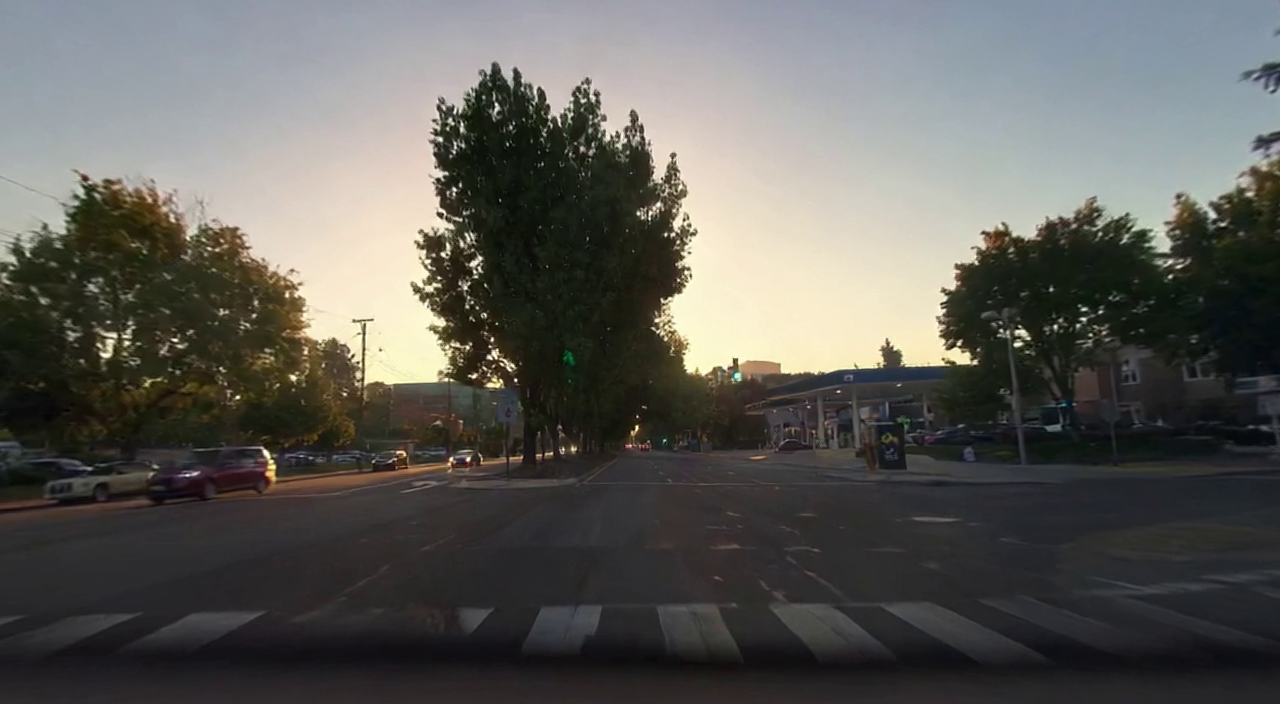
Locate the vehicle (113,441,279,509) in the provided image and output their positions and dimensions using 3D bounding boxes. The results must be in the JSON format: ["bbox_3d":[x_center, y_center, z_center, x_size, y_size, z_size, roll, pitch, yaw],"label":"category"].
[{"bbox_3d":[-12.623,3.475,18.347,1.876,1.722,3.984,0,-8,0],"label":"vehicle"}]

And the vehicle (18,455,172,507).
[{"bbox_3d":[-21.718,5.116,25.535,2.034,1.783,4.796,0,-8,-2],"label":"vehicle"}]
